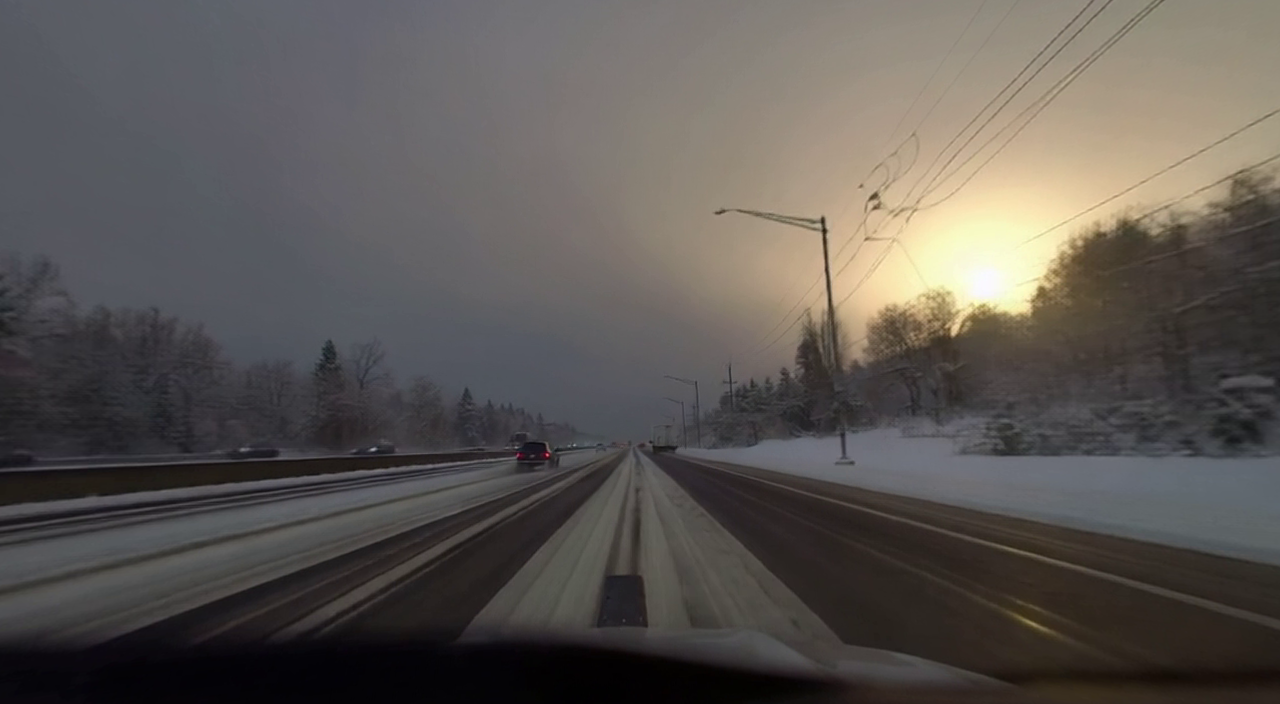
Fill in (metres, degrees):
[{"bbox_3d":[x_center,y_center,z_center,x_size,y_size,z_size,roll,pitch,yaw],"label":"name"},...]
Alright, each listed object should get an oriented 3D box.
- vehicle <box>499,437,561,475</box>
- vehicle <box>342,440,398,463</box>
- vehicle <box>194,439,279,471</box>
[{"bbox_3d":[-5.066,4.852,29.668,2.064,1.642,4.389,0,-8,0],"label":"vehicle"},{"bbox_3d":[-20.194,7.444,47.343,2.079,1.662,4.800,0,-8,0],"label":"vehicle"},{"bbox_3d":[-23.151,5.899,36.393,1.911,1.678,4.509,0,-8,-1],"label":"vehicle"}]
